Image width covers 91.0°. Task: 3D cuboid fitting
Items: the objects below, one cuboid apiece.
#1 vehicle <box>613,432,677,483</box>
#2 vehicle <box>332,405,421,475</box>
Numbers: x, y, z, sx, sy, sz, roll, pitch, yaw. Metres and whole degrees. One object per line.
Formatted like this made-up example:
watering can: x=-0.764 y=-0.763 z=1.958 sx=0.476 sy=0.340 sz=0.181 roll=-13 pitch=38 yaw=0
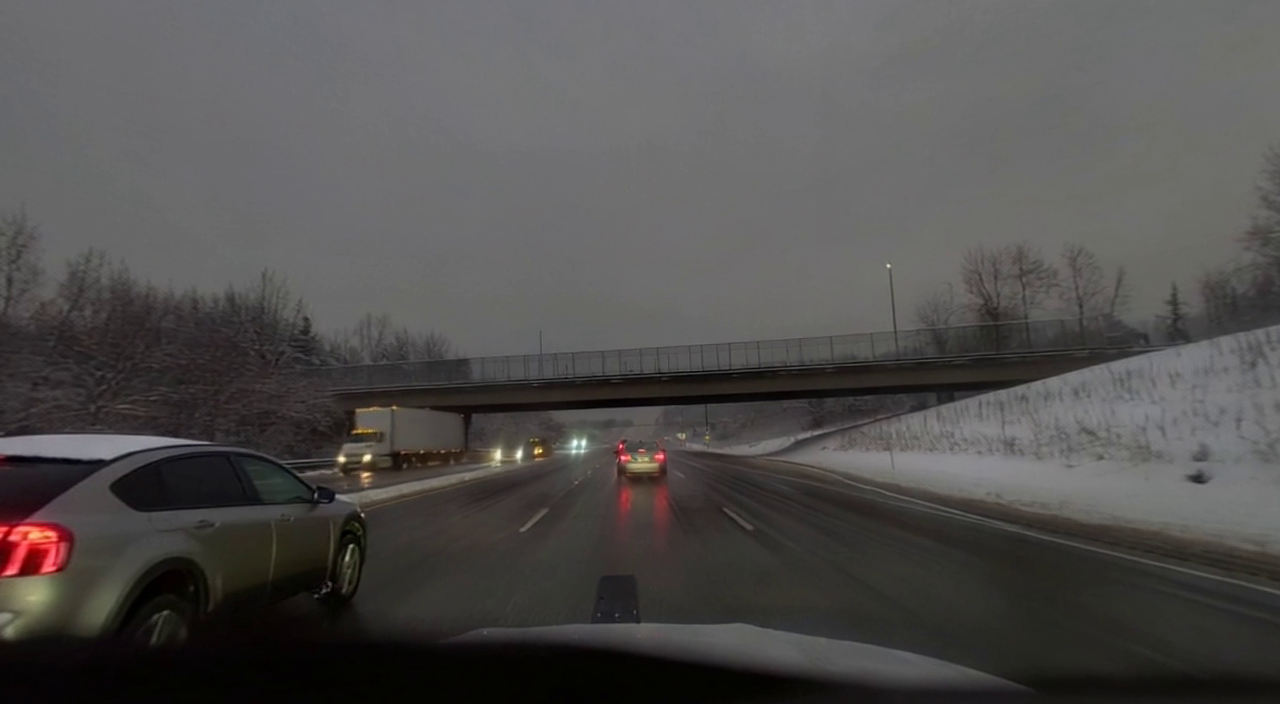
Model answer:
vehicle: x=0.106 y=3.746 z=22.653 sx=2.092 sy=1.636 sz=4.024 roll=0 pitch=-8 yaw=-2
vehicle: x=-16.075 y=5.426 z=38.915 sx=3.032 sy=3.983 sz=5.800 roll=0 pitch=-8 yaw=-1
